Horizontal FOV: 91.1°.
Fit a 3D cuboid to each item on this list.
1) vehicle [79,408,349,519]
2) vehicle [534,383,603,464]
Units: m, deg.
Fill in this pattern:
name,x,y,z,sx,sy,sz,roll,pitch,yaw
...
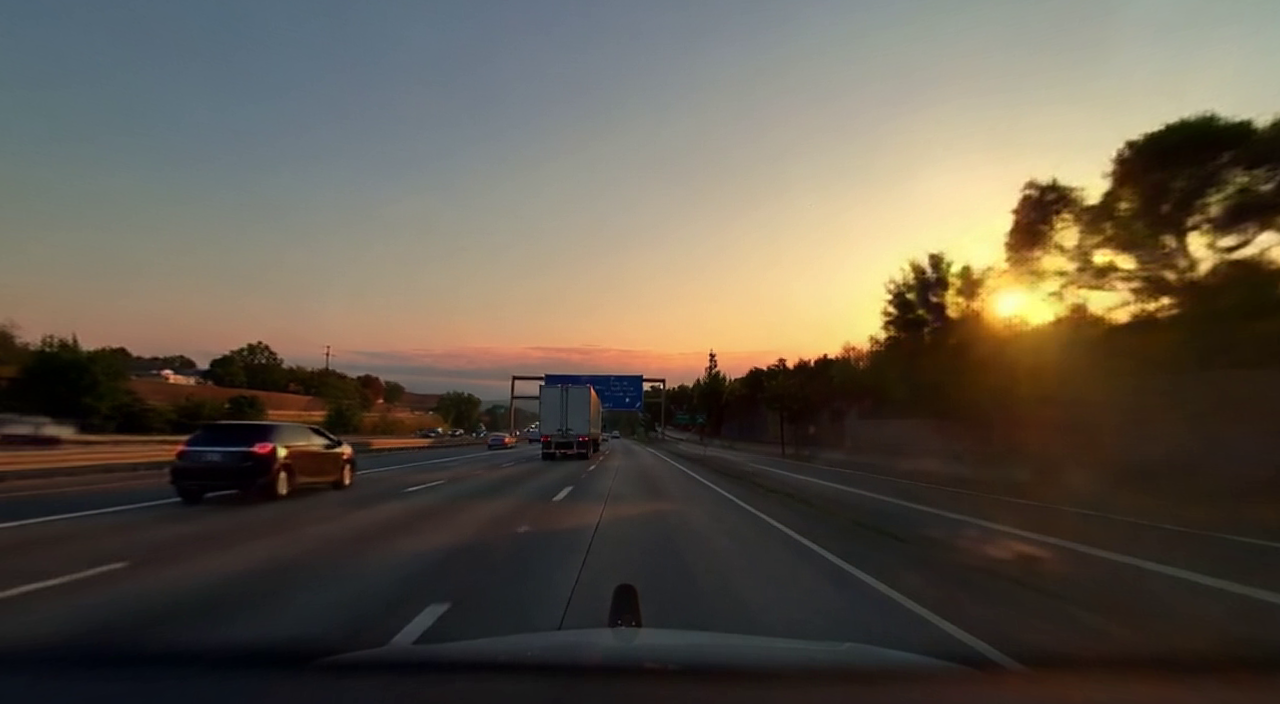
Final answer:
name,x,y,z,sx,sy,sz,roll,pitch,yaw
vehicle,-7.582,2.005,11.922,2.075,1.691,4.431,0,-8,-1
vehicle,-3.937,4.406,37.501,3.002,3.987,12.477,-1,-8,-2
